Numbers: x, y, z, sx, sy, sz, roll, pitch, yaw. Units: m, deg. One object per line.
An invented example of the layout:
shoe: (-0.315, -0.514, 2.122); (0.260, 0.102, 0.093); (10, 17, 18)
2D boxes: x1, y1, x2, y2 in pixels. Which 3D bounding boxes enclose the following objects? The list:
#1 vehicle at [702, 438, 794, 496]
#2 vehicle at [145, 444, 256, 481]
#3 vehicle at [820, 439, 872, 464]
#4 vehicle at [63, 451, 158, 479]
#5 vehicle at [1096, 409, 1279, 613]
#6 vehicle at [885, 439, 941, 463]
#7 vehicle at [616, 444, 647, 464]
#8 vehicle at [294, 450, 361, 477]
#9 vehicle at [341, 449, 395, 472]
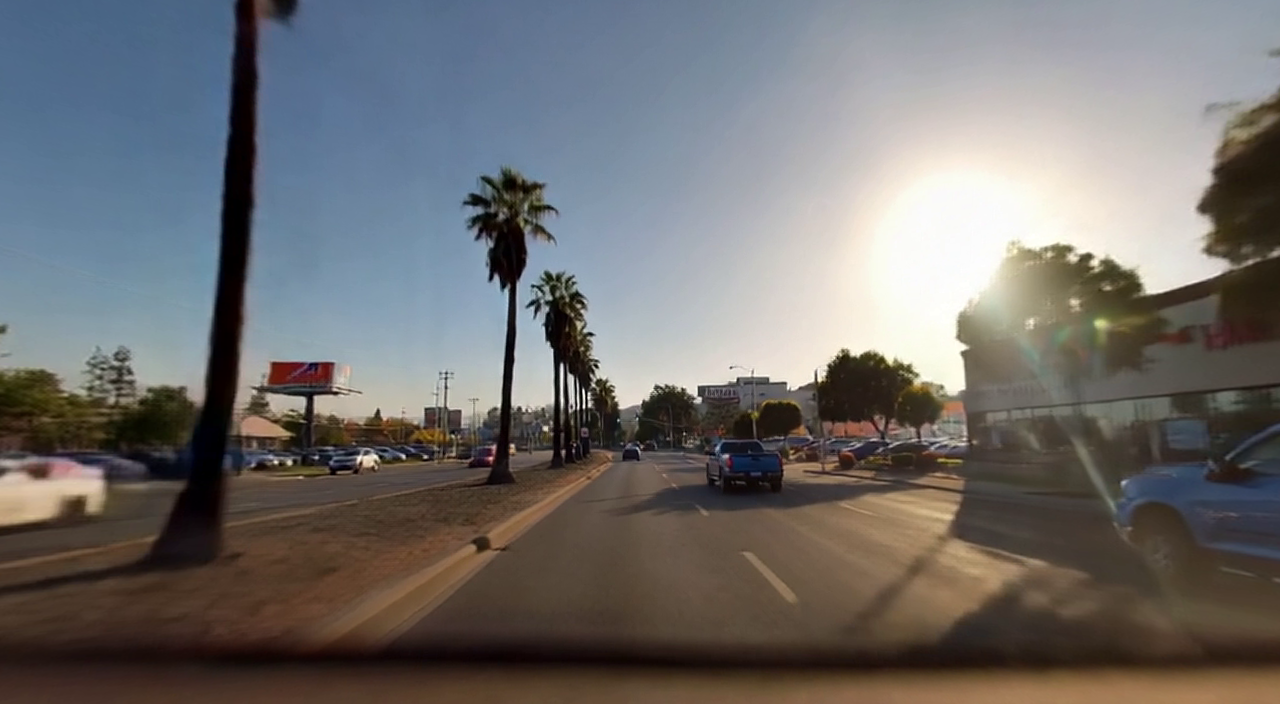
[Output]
vehicle: (3.115, 3.400, 19.130); (1.889, 1.541, 4.303); (0, -8, -2)
vehicle: (-24.329, 6.112, 35.372); (2.112, 1.821, 5.960); (-1, -8, -2)
vehicle: (15.367, 7.478, 47.473); (2.067, 1.772, 4.910); (0, -9, -2)
vehicle: (-31.962, 6.805, 38.251); (4.210, 1.549, 1.855); (7, -11, -40)
vehicle: (6.169, 1.147, 4.220); (2.140, 1.606, 5.437); (0, -9, -1)
vehicle: (20.542, 7.459, 47.766); (1.925, 1.724, 4.458); (1, -9, -4)
vehicle: (-0.683, 7.853, 48.621); (2.258, 1.468, 4.076); (0, -8, -2)
vehicle: (-19.500, 6.943, 39.678); (1.983, 1.492, 4.904); (-1, -8, -3)
vehicle: (-19.545, 7.804, 45.646); (1.840, 1.524, 4.923); (0, -8, -2)
